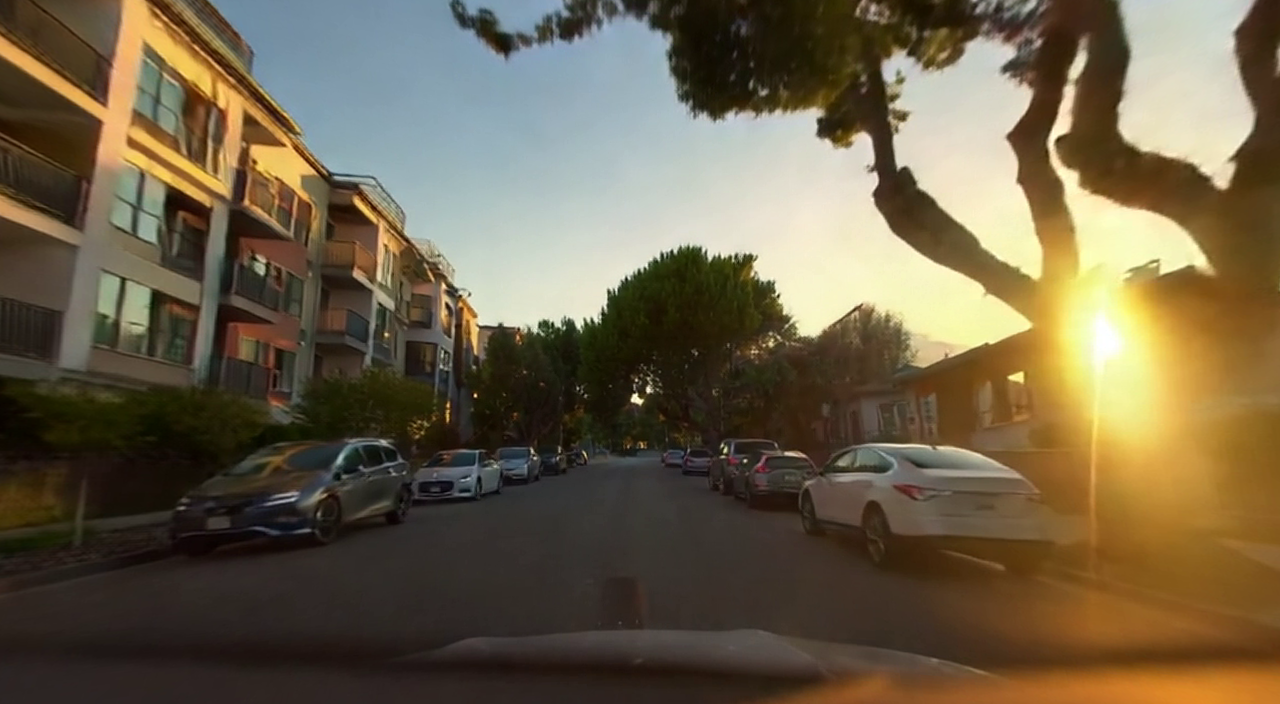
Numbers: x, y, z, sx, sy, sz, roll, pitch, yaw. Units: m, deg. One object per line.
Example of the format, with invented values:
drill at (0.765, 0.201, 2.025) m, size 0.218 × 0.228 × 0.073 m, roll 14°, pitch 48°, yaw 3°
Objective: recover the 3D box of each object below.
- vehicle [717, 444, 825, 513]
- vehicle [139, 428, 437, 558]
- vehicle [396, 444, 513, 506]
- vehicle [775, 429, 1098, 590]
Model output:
vehicle at (3.513, 3.480, 18.026) m, size 1.988 × 1.652 × 5.017 m, roll 0°, pitch -9°, yaw 0°
vehicle at (-5.628, 2.308, 11.241) m, size 2.222 × 1.735 × 5.215 m, roll 0°, pitch -9°, yaw 1°
vehicle at (-5.769, 3.861, 20.474) m, size 2.256 × 1.590 × 5.488 m, roll -3°, pitch -8°, yaw -2°
vehicle at (3.746, 2.081, 9.375) m, size 2.187 × 1.699 × 5.038 m, roll 1°, pitch -9°, yaw -2°
